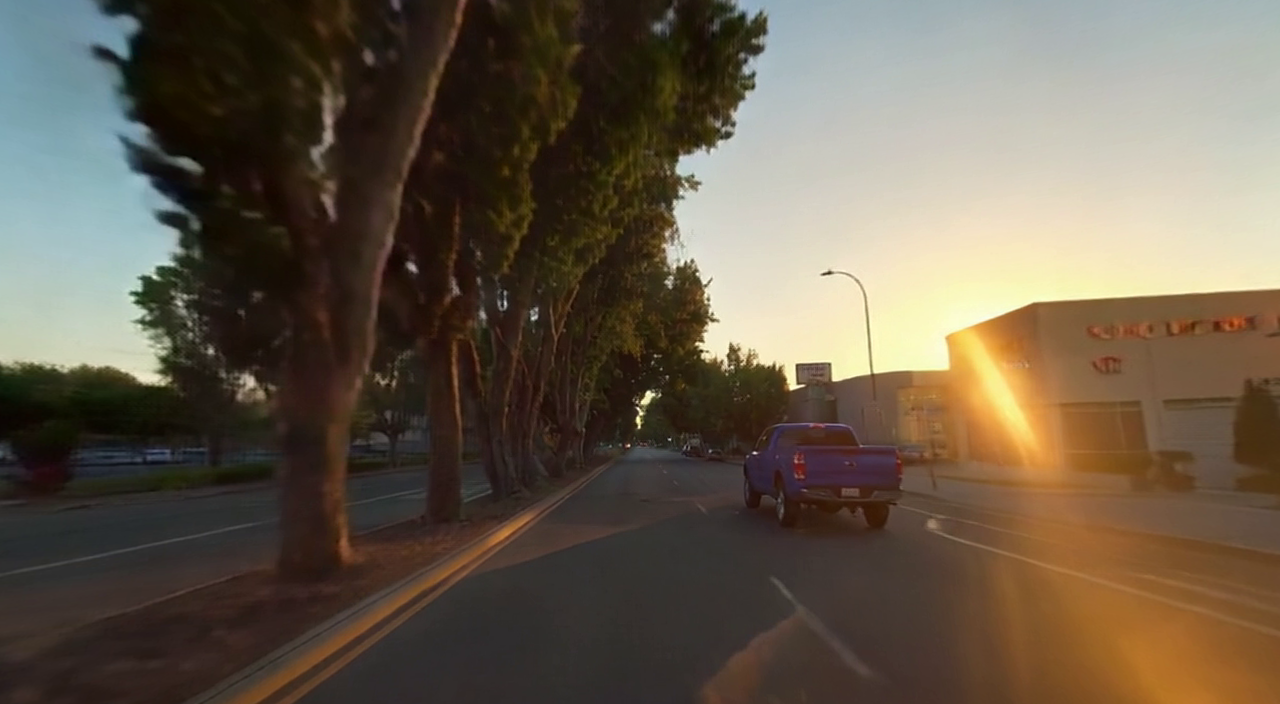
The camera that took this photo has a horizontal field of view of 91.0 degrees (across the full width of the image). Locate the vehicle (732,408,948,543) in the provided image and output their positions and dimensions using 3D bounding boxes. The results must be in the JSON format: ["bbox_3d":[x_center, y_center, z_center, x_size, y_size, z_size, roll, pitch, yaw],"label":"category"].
[{"bbox_3d":[3.125,2.085,11.346,2.085,1.828,5.383,0,-8,0],"label":"vehicle"}]
